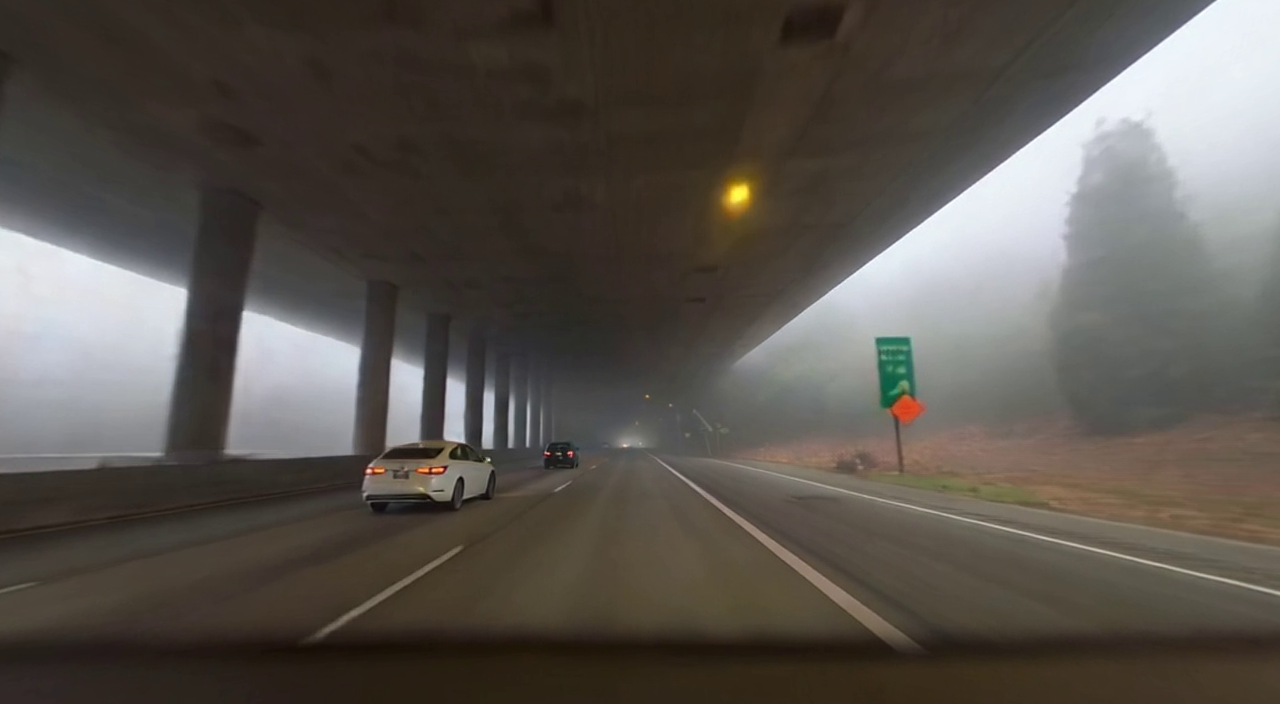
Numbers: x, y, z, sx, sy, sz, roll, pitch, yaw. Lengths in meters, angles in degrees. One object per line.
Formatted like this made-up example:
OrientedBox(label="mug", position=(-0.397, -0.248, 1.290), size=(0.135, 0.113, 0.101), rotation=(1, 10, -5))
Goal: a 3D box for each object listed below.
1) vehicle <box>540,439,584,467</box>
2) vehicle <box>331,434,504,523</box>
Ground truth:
OrientedBox(label="vehicle", position=(-4.370, 5.731, 35.791), size=(1.973, 1.474, 4.199), rotation=(0, -8, 0))
OrientedBox(label="vehicle", position=(-4.109, 2.382, 12.474), size=(1.885, 1.424, 4.230), rotation=(0, -8, 0))
